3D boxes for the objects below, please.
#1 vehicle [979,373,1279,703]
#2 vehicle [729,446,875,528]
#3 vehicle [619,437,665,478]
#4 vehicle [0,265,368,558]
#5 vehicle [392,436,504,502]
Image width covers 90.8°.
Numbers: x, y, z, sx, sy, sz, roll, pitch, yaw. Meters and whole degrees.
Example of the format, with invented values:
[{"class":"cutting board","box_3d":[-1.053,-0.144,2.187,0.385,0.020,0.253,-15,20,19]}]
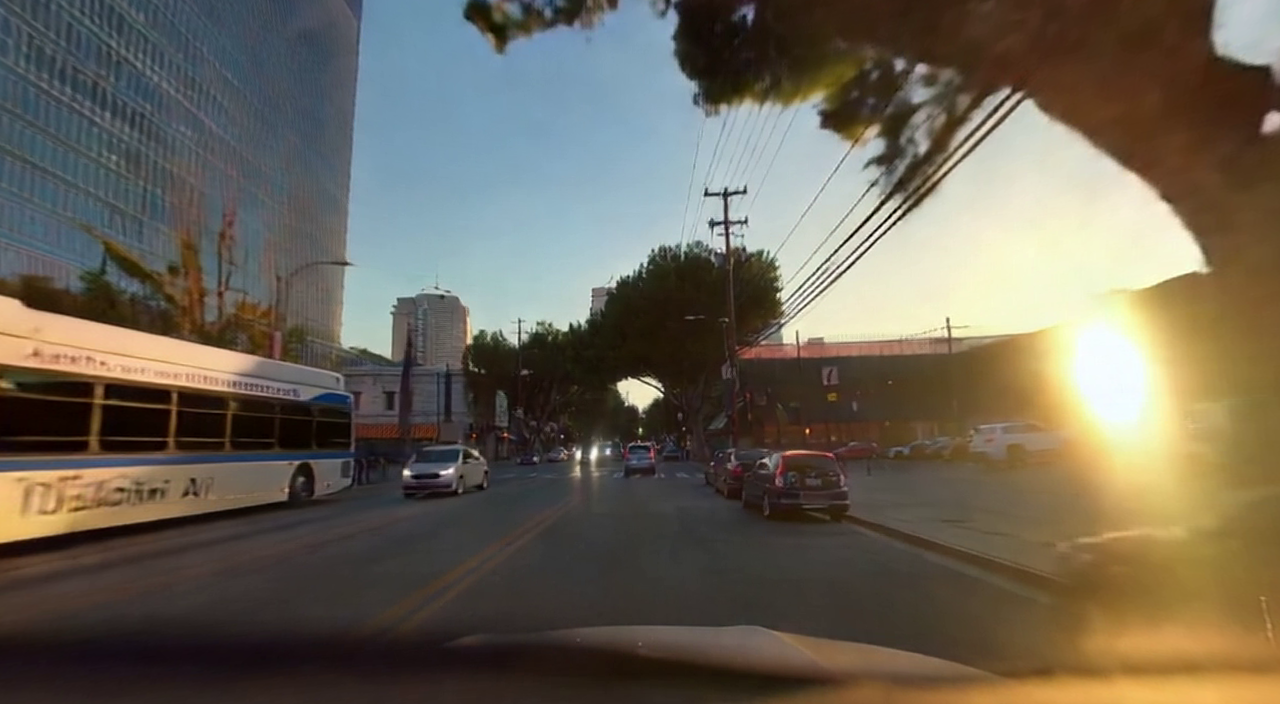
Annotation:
[{"class":"vehicle","box_3d":[3.237,0.874,2.124,1.878,1.621,4.135,0,-9,0]},{"class":"vehicle","box_3d":[3.299,2.835,13.902,2.018,1.474,4.524,0,-9,0]},{"class":"vehicle","box_3d":[0.141,5.269,31.609,2.127,1.893,4.194,0,-9,1]},{"class":"vehicle","box_3d":[-9.416,1.320,11.302,3.022,3.627,13.129,-1,-9,1]},{"class":"vehicle","box_3d":[-5.593,3.457,19.058,2.050,1.763,4.119,0,-9,0]}]
